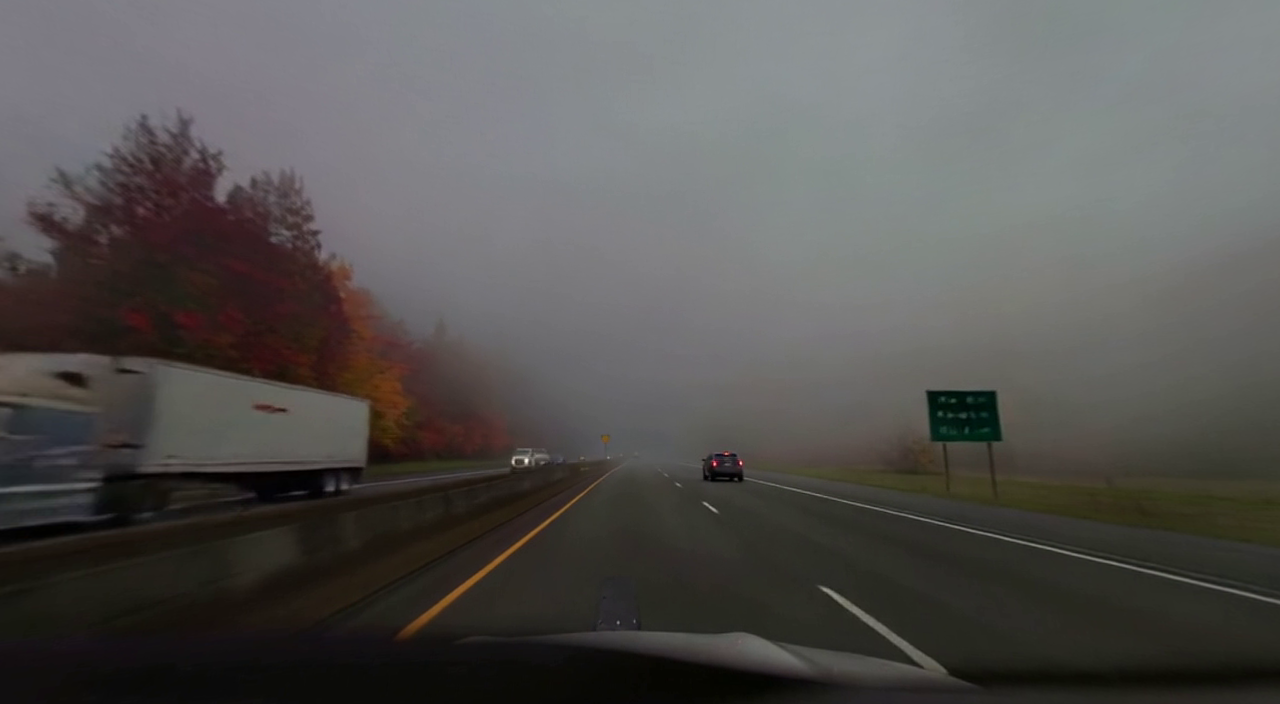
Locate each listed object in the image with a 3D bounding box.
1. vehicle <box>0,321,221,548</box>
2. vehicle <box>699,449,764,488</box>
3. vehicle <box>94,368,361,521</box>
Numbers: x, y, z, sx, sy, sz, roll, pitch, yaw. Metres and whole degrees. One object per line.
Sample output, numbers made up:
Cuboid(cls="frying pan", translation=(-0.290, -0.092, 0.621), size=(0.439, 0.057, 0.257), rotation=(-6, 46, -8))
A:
Cuboid(cls="vehicle", translation=(-12.817, 1.585, 11.813), size=(3.017, 3.962, 9.879), rotation=(0, -9, -1))
Cuboid(cls="vehicle", translation=(3.870, 5.027, 27.408), size=(2.070, 1.546, 4.648), rotation=(0, -9, -1))
Cuboid(cls="vehicle", translation=(-12.904, 3.117, 21.139), size=(2.861, 4.025, 8.961), rotation=(0, -9, -1))
